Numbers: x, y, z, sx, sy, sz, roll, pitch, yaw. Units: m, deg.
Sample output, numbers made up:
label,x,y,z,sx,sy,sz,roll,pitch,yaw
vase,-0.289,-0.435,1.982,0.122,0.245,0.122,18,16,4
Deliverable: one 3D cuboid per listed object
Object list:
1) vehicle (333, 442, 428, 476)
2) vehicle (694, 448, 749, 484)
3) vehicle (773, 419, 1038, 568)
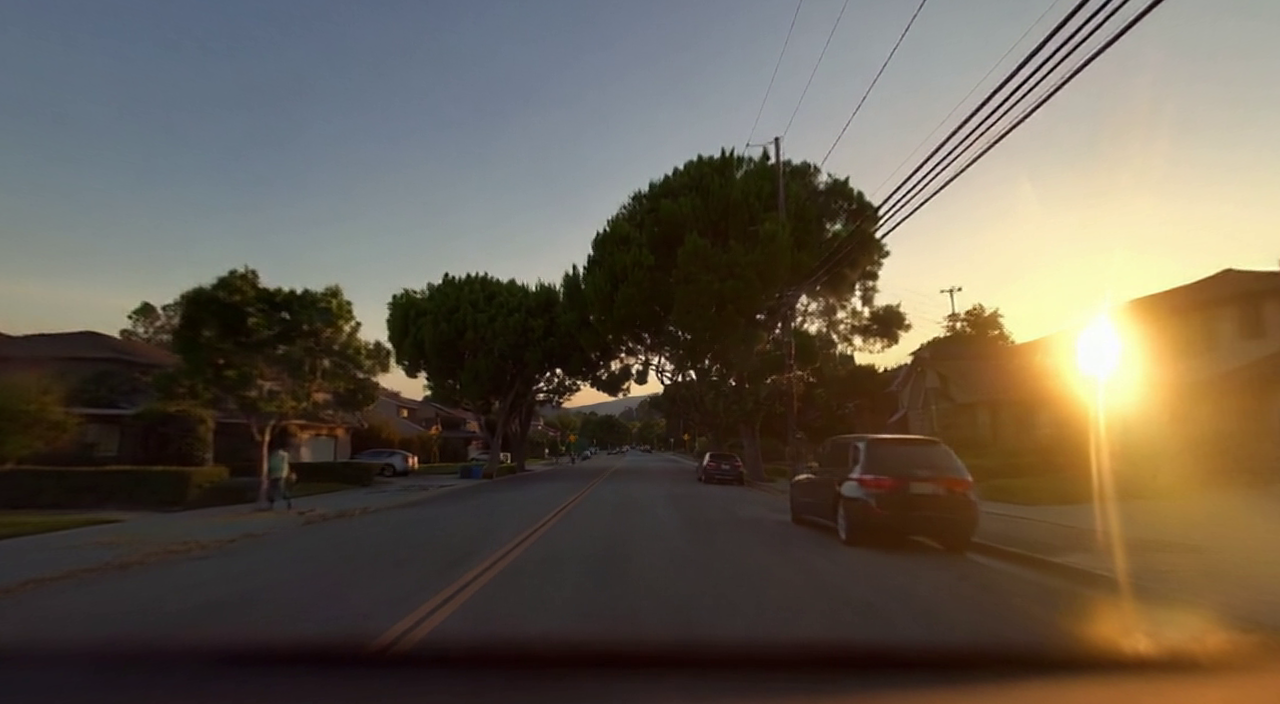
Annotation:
label,x,y,z,sx,sy,sz,roll,pitch,yaw
vehicle,-15.676,6.496,38.254,4.882,1.777,2.025,-2,-9,-2
vehicle,3.717,5.305,29.610,1.897,1.521,4.835,0,-9,-1
vehicle,3.761,2.090,10.170,2.039,1.780,4.884,0,-9,-1
